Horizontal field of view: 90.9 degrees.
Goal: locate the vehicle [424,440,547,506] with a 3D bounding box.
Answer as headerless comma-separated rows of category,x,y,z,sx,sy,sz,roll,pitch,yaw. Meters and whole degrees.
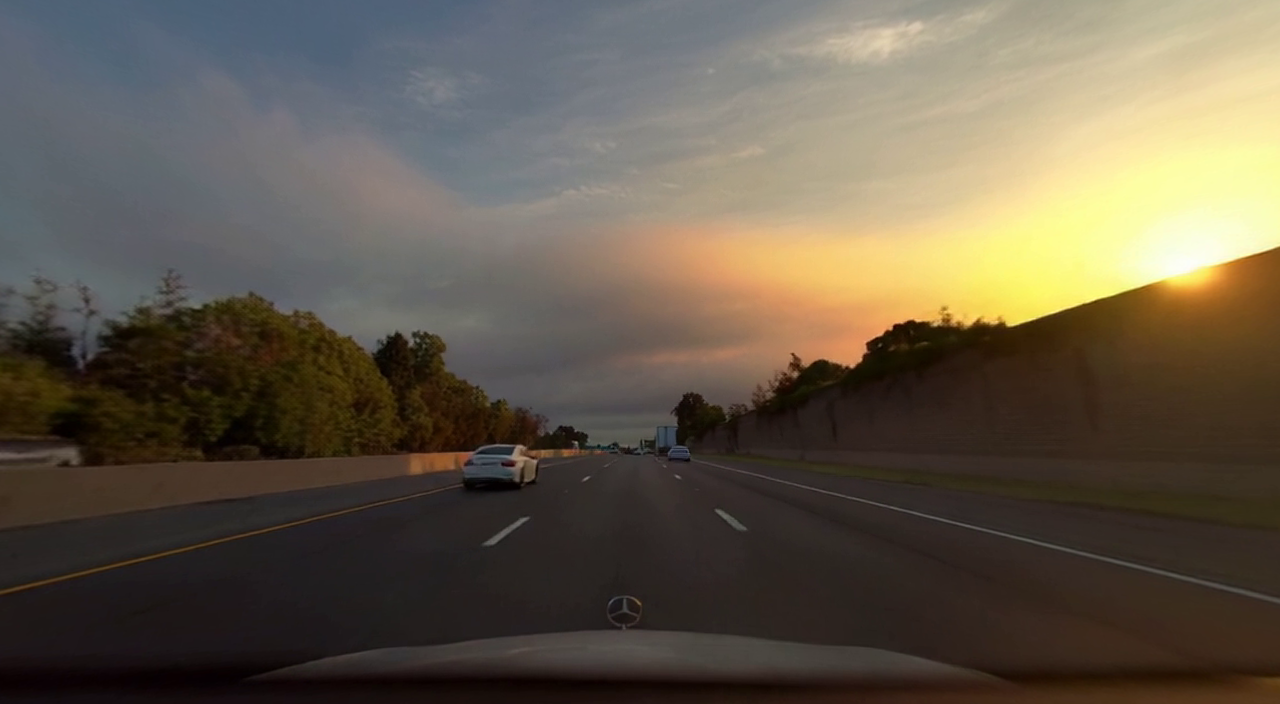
vehicle,-4.120,3.318,17.880,2.129,1.559,5.272,0,-9,1
